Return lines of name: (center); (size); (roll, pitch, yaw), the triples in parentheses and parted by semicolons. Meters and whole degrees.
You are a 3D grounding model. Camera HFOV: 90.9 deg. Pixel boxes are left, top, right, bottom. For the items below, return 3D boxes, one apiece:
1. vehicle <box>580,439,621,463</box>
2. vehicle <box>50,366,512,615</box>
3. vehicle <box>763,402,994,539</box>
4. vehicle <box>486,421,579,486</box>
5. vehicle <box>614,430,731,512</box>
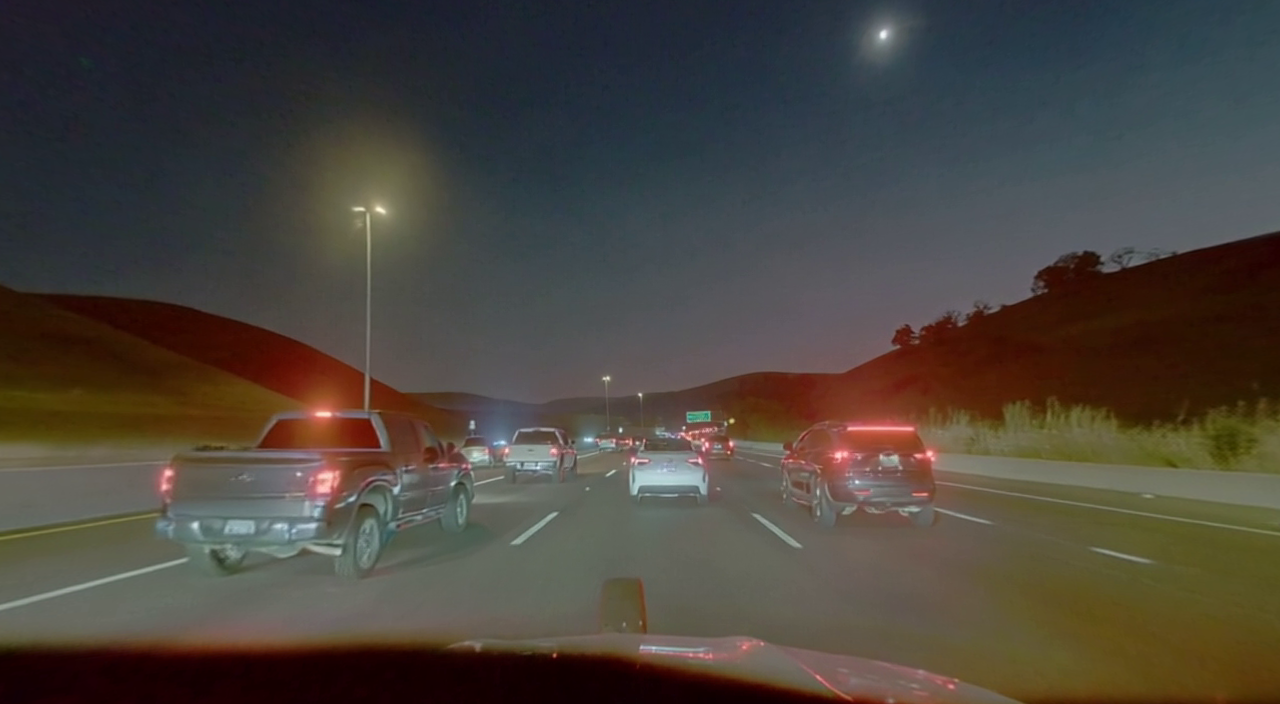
vehicle: (-2.343, 6.021, 38.348); (1.973, 1.378, 3.677); (-1, -8, 4)
vehicle: (-3.316, 1.442, 7.604); (2.301, 1.902, 5.374); (0, -8, 1)
vehicle: (3.528, 1.860, 10.484); (2.046, 1.765, 4.534); (0, -8, 0)
vehicle: (-3.253, 3.207, 20.209); (1.997, 1.806, 5.002); (0, -8, 2)
vehicle: (0.607, 2.457, 13.571); (2.105, 1.471, 4.349); (0, -8, 1)
